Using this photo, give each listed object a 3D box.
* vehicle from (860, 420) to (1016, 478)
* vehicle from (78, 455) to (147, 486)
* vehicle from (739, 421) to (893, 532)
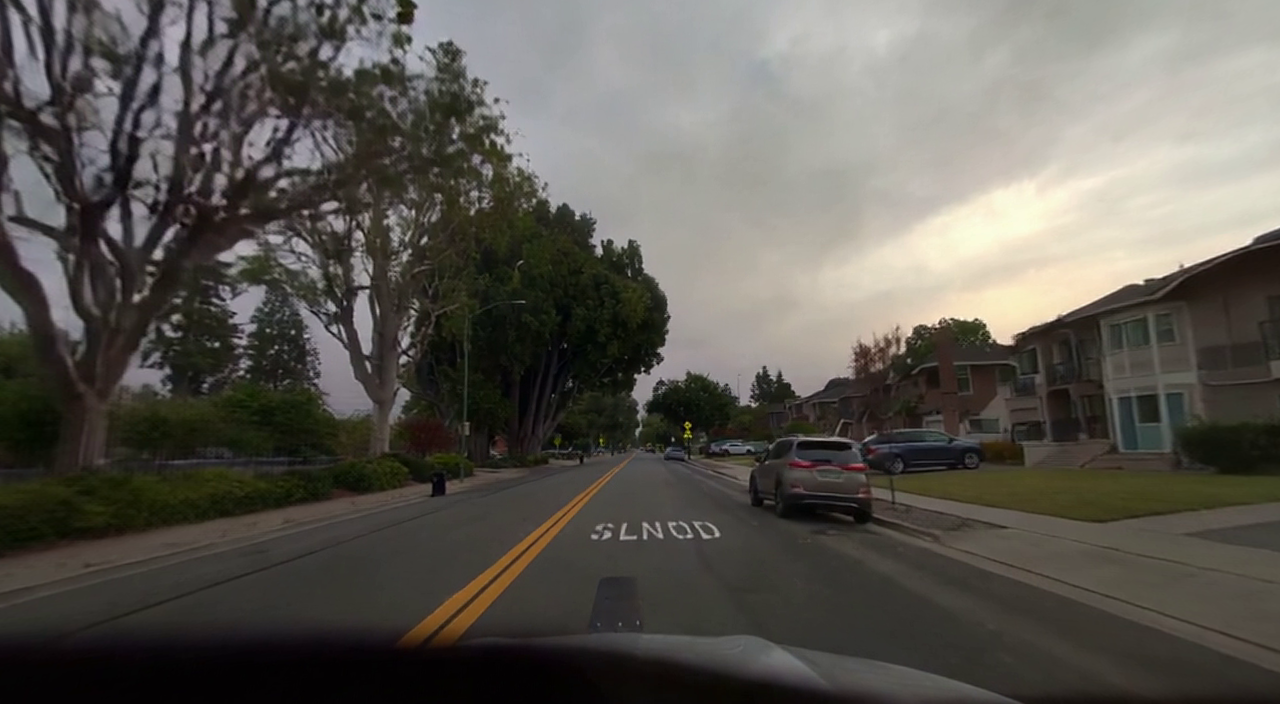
[{"bbox_3d":[10.520,3.452,22.553,4.512,1.793,1.908,-2,-8,-2],"label":"vehicle"},{"bbox_3d":[-29.058,6.459,34.738,4.558,1.495,1.925,-7,-11,38],"label":"vehicle"},{"bbox_3d":[3.426,2.497,13.171,1.949,1.807,4.224,3,-9,-1],"label":"vehicle"}]
